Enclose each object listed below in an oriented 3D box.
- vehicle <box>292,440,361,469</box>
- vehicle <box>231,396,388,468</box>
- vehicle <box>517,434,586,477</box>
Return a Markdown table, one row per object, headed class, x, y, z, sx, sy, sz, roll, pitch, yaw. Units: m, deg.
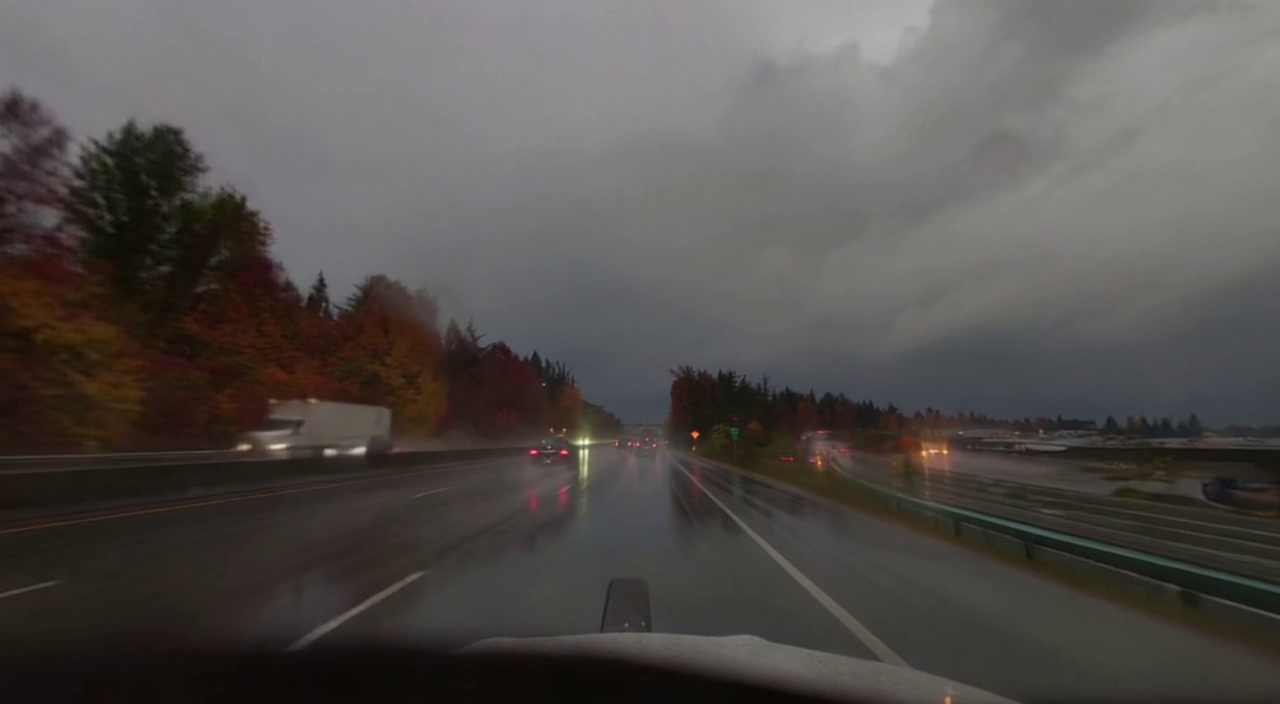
| class | x | y | z | sx | sy | sz | roll | pitch | yaw |
| --- | --- | --- | --- | --- | --- | --- | --- | --- | --- |
| vehicle | -18.709 | 6.093 | 37.751 | 1.907 | 1.638 | 4.207 | 0 | -8 | 2 |
| vehicle | -22.153 | 5.709 | 43.912 | 2.969 | 4.178 | 14.398 | 0 | -8 | 1 |
| vehicle | -3.588 | 4.290 | 26.393 | 2.123 | 1.643 | 4.479 | 0 | -8 | 2 |
